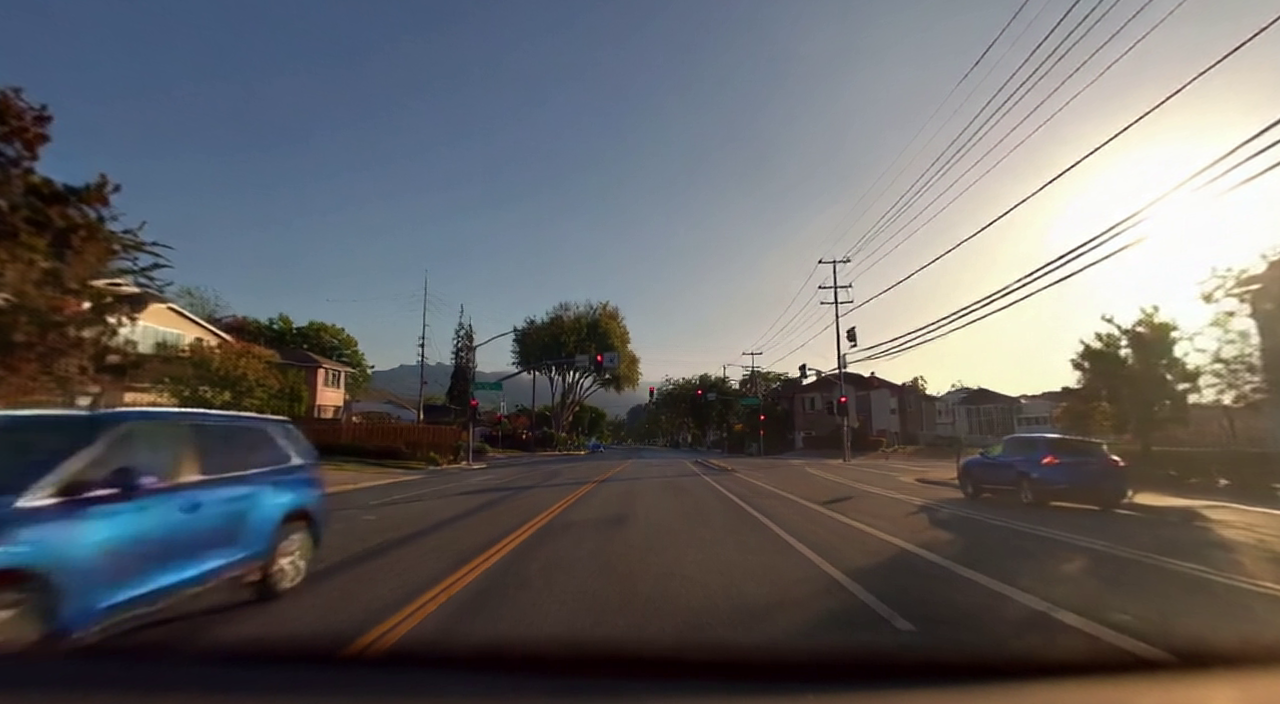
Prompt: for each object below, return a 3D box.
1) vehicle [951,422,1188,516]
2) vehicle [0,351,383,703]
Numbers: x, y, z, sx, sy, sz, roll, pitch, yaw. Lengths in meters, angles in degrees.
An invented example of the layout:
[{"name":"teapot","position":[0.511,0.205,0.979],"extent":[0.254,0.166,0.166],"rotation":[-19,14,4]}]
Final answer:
[{"name":"vehicle","position":[9.484,2.612,14.627],"extent":[2.170,1.771,4.908],"rotation":[-1,-8,2]},{"name":"vehicle","position":[-3.973,1.168,4.726],"extent":[2.012,1.778,4.990],"rotation":[0,-8,-1]}]
